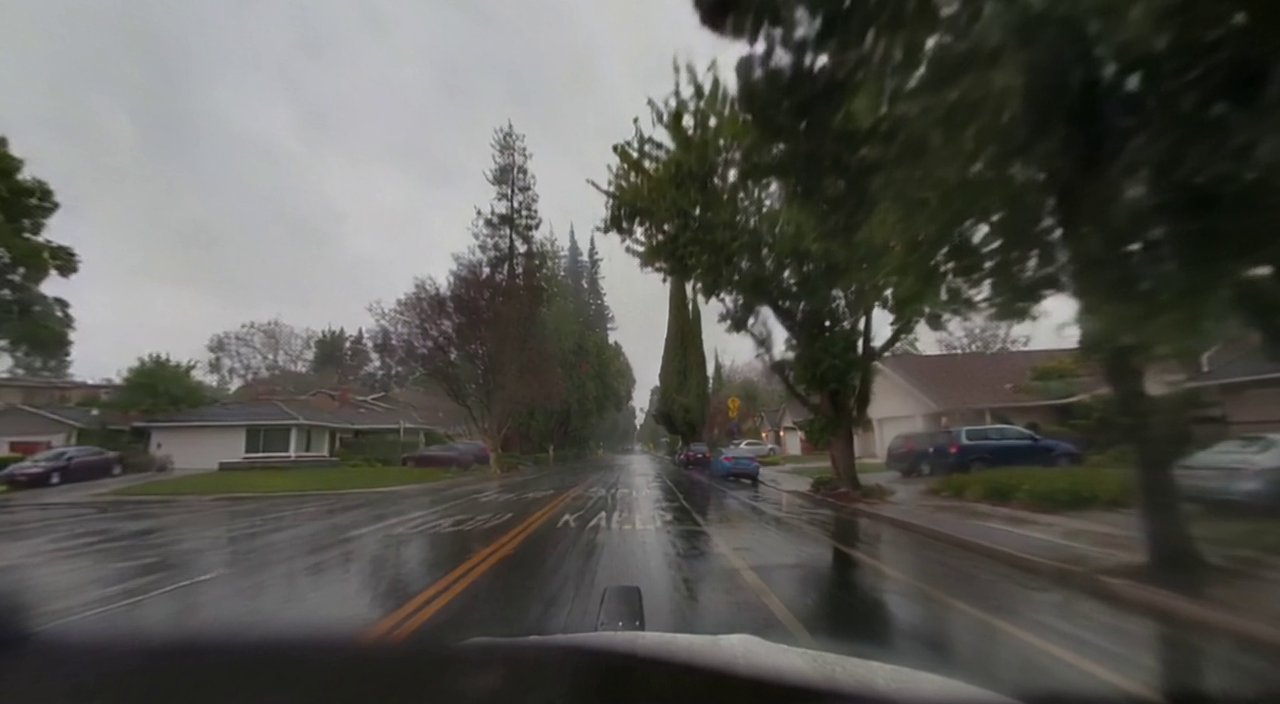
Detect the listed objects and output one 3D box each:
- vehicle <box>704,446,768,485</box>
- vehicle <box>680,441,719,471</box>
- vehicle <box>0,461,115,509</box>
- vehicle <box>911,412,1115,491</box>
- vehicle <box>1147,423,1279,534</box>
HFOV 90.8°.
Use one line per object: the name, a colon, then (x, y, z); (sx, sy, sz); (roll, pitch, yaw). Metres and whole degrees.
vehicle: (3.906, 4.697, 26.421); (1.940, 1.470, 4.101); (0, -9, -1)
vehicle: (3.852, 6.789, 41.393); (2.032, 1.792, 4.849); (0, -9, -1)
vehicle: (-21.567, 4.535, 21.783); (5.074, 1.511, 1.978); (0, -9, 0)
vehicle: (10.935, 2.942, 18.850); (4.459, 1.696, 2.361); (-6, -8, -1)
vehicle: (11.070, 1.845, 9.967); (4.493, 1.493, 1.926); (-3, -9, -3)
